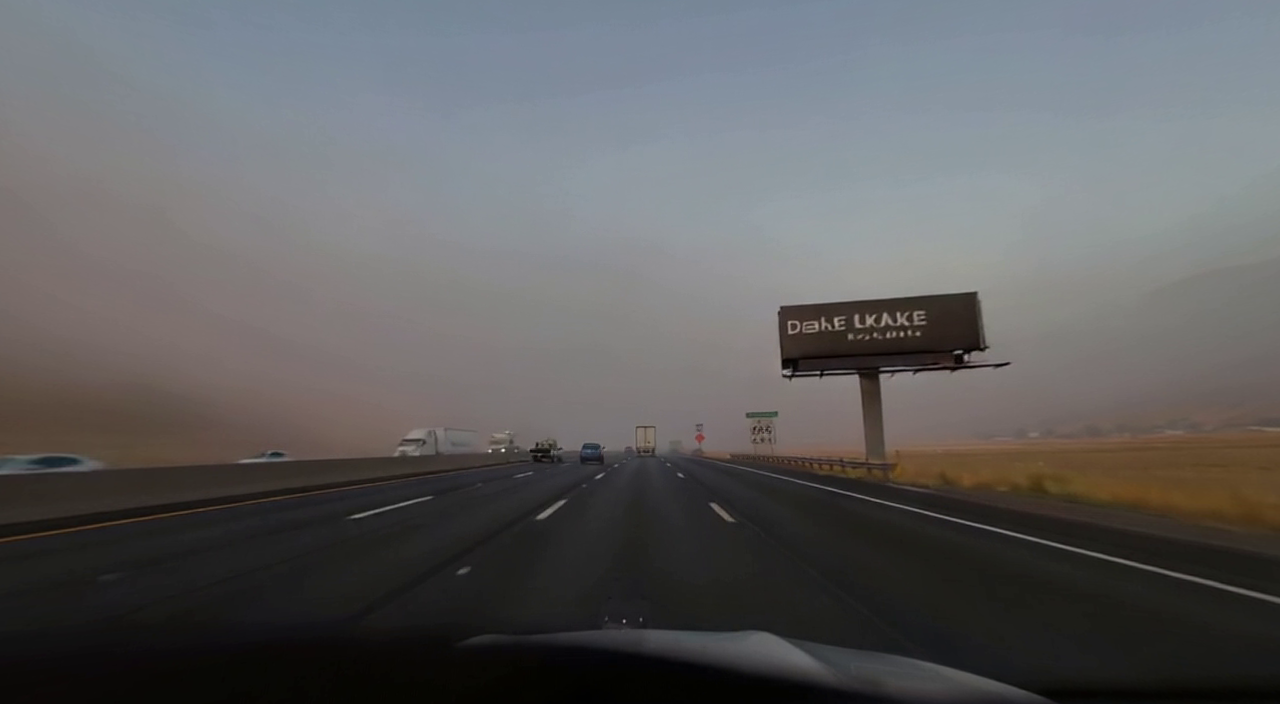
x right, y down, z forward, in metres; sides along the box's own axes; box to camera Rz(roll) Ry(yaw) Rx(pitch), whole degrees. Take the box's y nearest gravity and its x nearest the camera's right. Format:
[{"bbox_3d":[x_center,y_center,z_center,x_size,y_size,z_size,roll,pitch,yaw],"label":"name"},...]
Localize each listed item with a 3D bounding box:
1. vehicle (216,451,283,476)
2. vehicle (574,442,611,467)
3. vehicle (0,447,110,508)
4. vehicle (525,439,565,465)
[{"bbox_3d":[-28.834,8.215,46.761,1.993,1.710,4.553,0,-8,0],"label":"vehicle"},{"bbox_3d":[-3.042,6.712,41.429,2.042,1.532,4.396,0,-8,0],"label":"vehicle"},{"bbox_3d":[-17.241,3.320,16.844,1.949,1.507,4.826,0,-8,1],"label":"vehicle"},{"bbox_3d":[-6.640,7.042,44.590,2.062,1.708,4.458,0,-8,2],"label":"vehicle"}]
